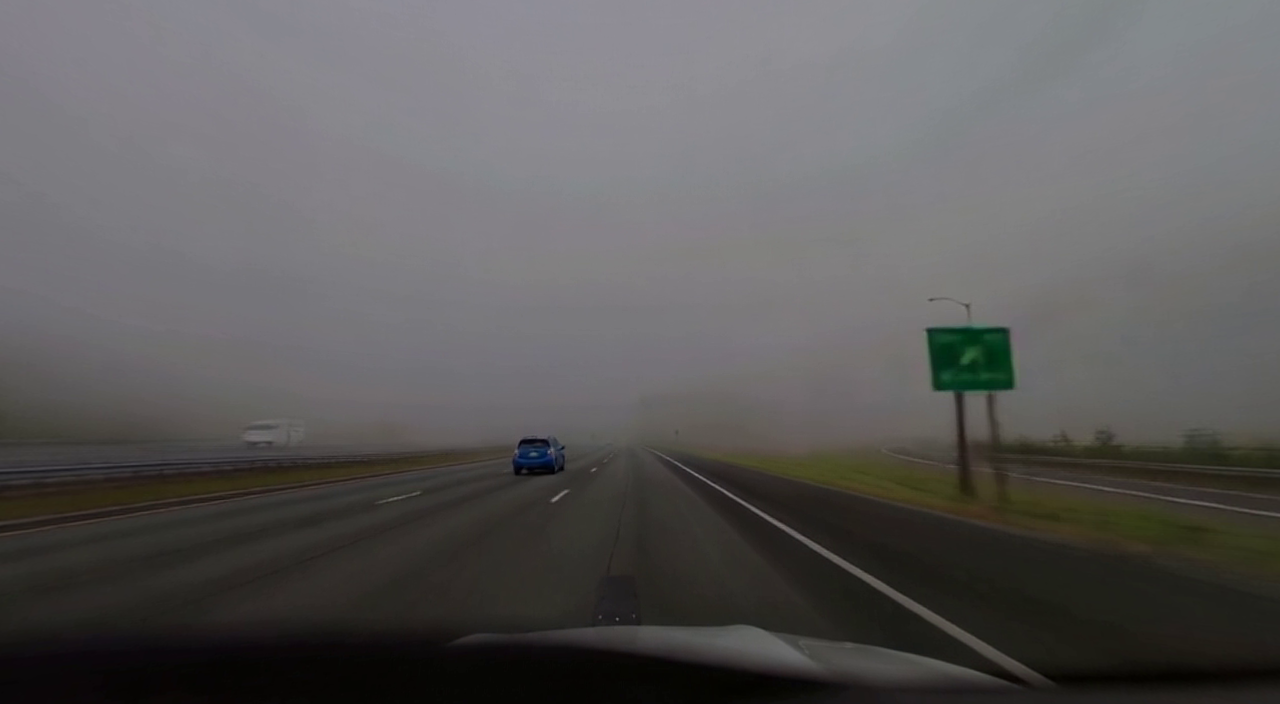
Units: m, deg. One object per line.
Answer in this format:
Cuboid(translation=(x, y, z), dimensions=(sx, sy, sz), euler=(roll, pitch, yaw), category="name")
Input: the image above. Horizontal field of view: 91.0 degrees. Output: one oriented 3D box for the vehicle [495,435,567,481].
Cuboid(translation=(-4.020, 3.936, 23.804), dimensions=(2.008, 1.567, 3.959), euler=(0, -8, 0), category="vehicle")
